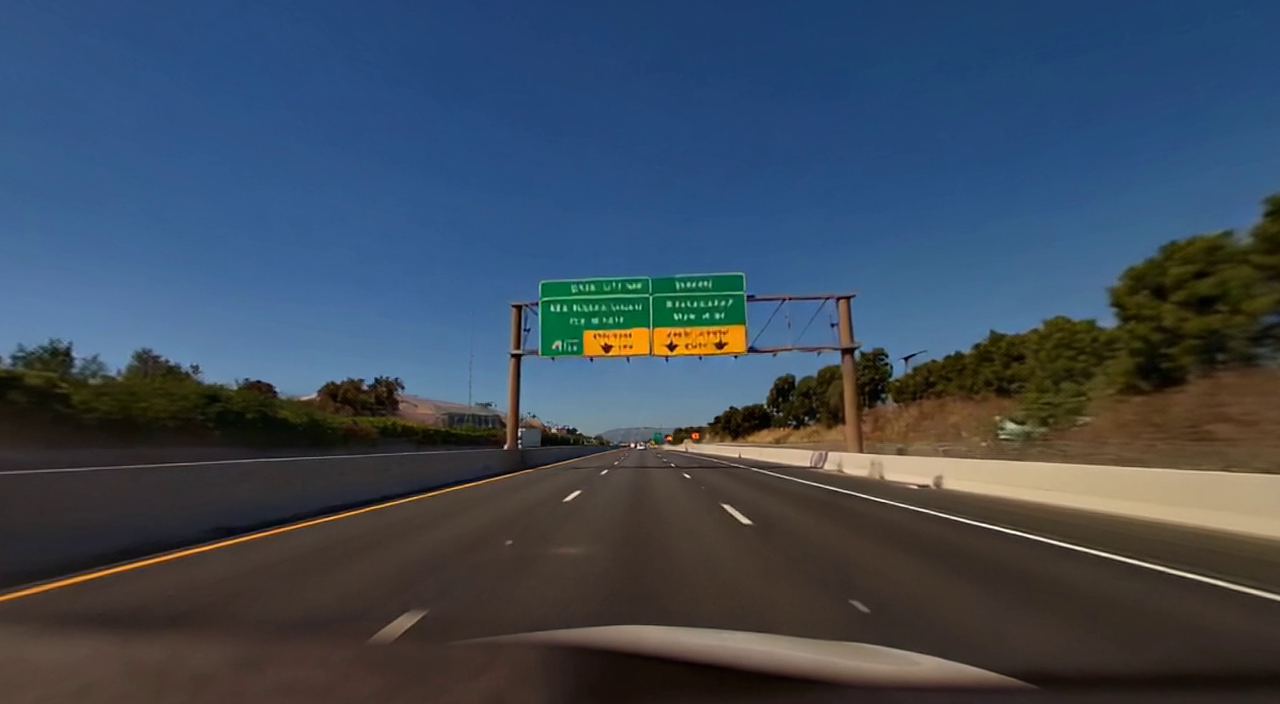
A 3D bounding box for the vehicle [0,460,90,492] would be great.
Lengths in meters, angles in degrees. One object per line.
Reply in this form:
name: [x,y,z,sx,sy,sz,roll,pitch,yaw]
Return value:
vehicle: [-29.763,6.119,31.217,1.623,1.397,3.567,0,-8,0]
